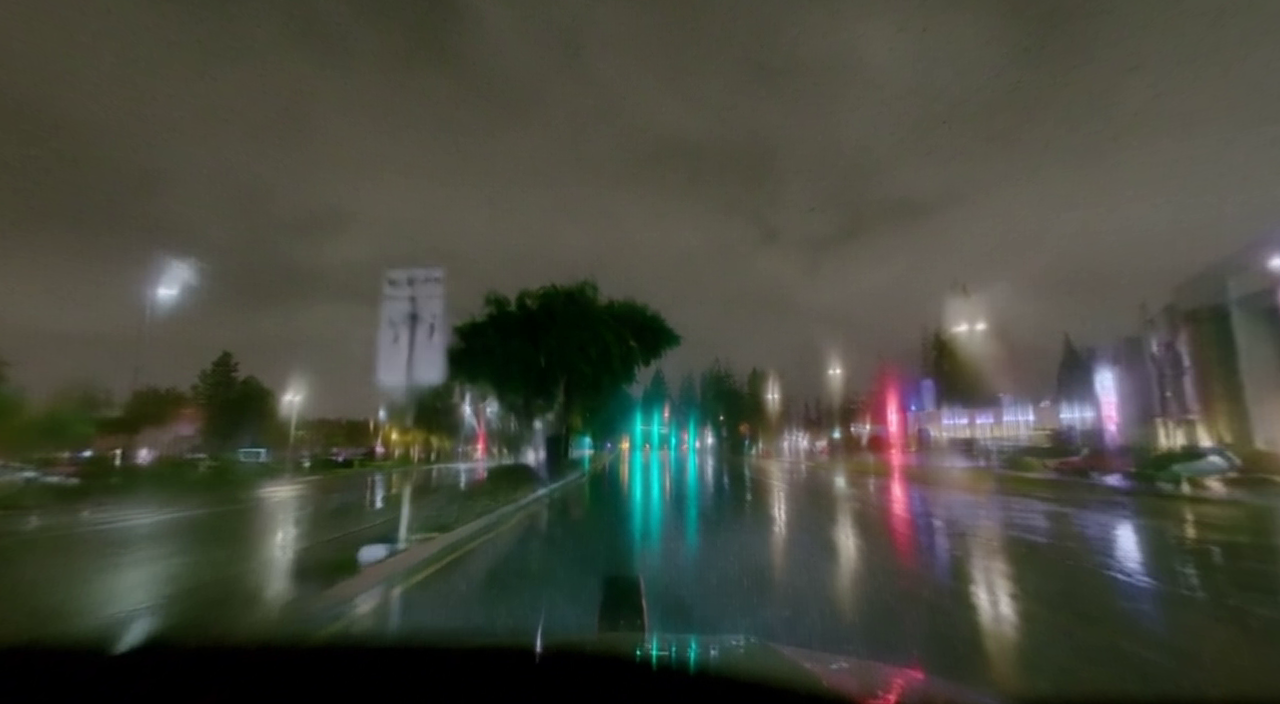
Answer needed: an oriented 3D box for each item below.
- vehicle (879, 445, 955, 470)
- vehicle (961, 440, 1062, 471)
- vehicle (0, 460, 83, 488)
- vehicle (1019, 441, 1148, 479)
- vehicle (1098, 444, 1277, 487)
[{"bbox_3d":[19.658,7.534,45.015,4.403,1.436,1.918,-2,-13,1],"label":"vehicle"},{"bbox_3d":[20.053,5.599,34.243,4.222,1.610,1.948,0,-9,-1],"label":"vehicle"},{"bbox_3d":[-41.179,8.264,42.879,4.564,1.780,2.039,0,-9,-3],"label":"vehicle"},{"bbox_3d":[20.268,4.945,29.046,4.407,1.616,1.929,0,-9,1],"label":"vehicle"},{"bbox_3d":[20.248,4.190,23.519,4.805,1.473,2.046,0,-9,-3],"label":"vehicle"}]
